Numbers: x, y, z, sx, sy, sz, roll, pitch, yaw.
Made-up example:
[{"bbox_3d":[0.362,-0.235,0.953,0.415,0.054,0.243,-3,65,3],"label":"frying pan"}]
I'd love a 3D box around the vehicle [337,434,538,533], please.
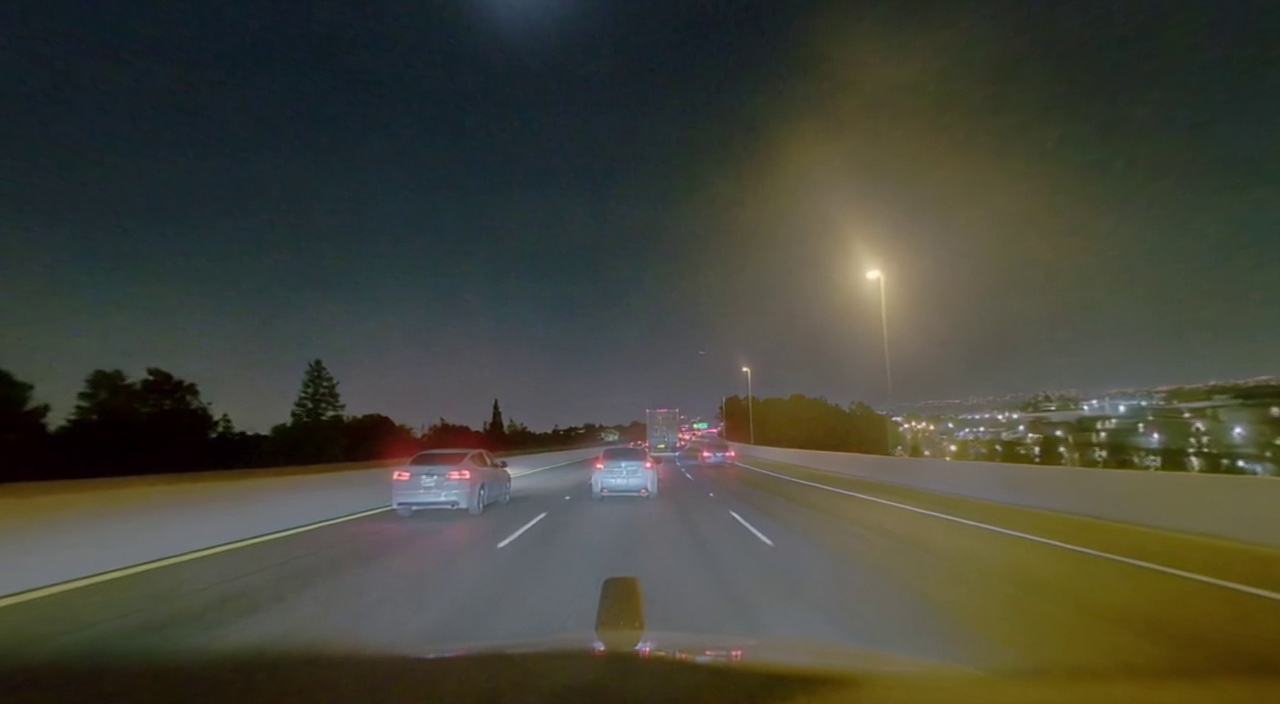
[{"bbox_3d":[-3.516,2.403,12.220,2.130,1.474,5.027,-1,-9,1],"label":"vehicle"}]

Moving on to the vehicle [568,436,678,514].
[{"bbox_3d":[-0.296,2.684,14.237,2.136,1.470,3.971,-1,-9,1],"label":"vehicle"}]

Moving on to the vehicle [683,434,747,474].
[{"bbox_3d":[3.324,4.652,28.923,2.166,1.666,4.618,0,-9,-2],"label":"vehicle"}]
